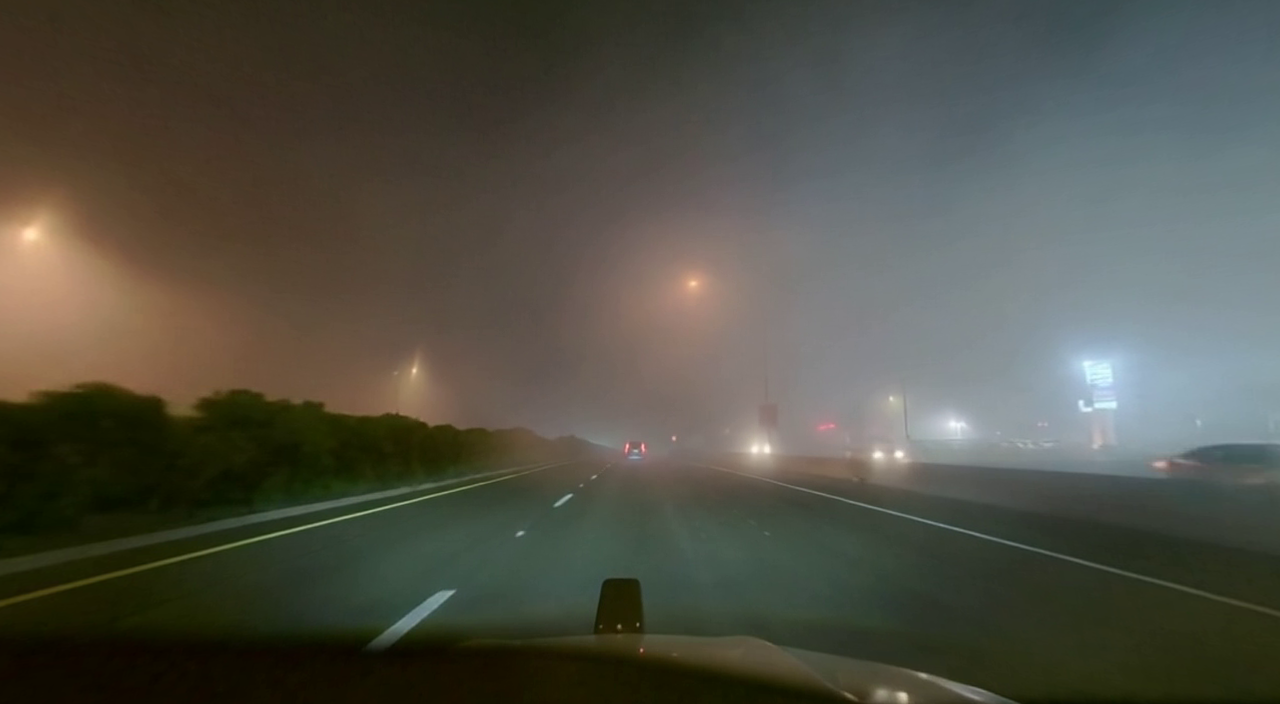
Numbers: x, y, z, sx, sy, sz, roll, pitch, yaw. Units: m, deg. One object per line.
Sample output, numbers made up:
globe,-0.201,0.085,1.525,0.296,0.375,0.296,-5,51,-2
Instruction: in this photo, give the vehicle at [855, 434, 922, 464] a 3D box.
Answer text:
vehicle,18.074,7.119,46.227,2.288,1.963,5.983,1,-9,-2

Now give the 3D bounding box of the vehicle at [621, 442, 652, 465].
vehicle,-0.257,7.373,45.859,2.110,1.555,4.431,0,-9,-1

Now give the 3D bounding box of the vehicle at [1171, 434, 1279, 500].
vehicle,15.760,2.764,15.186,1.987,1.517,4.405,0,-9,-1
